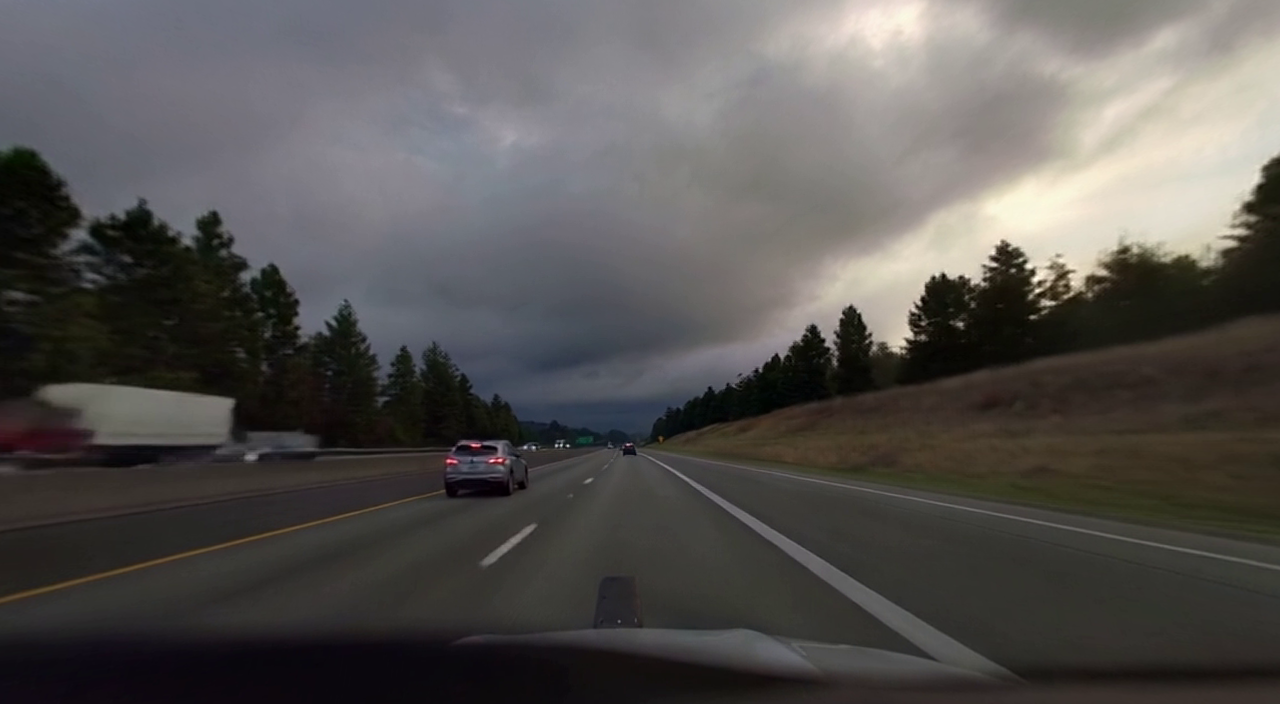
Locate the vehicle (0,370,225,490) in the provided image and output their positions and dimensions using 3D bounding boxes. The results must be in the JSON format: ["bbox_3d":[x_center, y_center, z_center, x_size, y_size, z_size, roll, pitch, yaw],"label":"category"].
[{"bbox_3d":[-16.924,2.467,18.893,2.951,2.847,8.682,-1,-9,0],"label":"vehicle"}]

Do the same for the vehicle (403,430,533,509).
[{"bbox_3d":[-4.213,2.958,16.239,2.111,1.717,4.426,-1,-9,0],"label":"vehicle"}]

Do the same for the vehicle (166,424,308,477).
[{"bbox_3d":[-13.490,3.344,21.415,2.130,1.573,4.107,0,-9,-1],"label":"vehicle"}]
